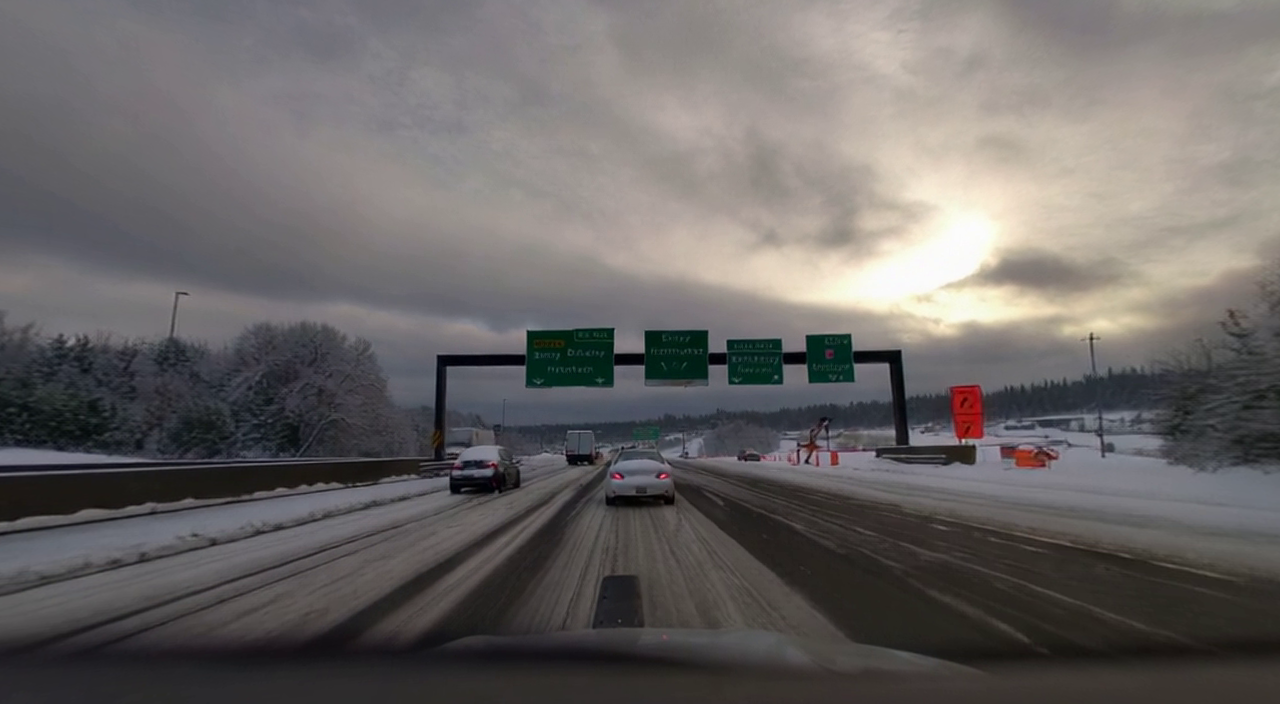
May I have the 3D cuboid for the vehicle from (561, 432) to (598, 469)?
[{"bbox_3d":[-4.583,7.584,48.484,2.326,2.645,6.249,0,-9,0],"label":"vehicle"}]

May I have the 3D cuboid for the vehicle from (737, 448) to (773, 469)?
[{"bbox_3d":[8.448,7.884,46.467,1.871,1.460,3.754,0,-9,-2],"label":"vehicle"}]

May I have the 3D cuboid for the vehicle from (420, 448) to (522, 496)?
[{"bbox_3d":[-5.473,3.940,20.927,2.063,1.417,4.000,-1,-9,4],"label":"vehicle"}]

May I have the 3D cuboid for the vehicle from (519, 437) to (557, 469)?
[{"bbox_3d":[-7.650,7.620,47.485,2.204,2.295,4.830,0,-9,-2],"label":"vehicle"}]

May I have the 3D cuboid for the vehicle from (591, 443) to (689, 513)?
[{"bbox_3d":[-0.029,2.954,15.085,2.080,1.451,3.512,0,-9,-1],"label":"vehicle"}]
